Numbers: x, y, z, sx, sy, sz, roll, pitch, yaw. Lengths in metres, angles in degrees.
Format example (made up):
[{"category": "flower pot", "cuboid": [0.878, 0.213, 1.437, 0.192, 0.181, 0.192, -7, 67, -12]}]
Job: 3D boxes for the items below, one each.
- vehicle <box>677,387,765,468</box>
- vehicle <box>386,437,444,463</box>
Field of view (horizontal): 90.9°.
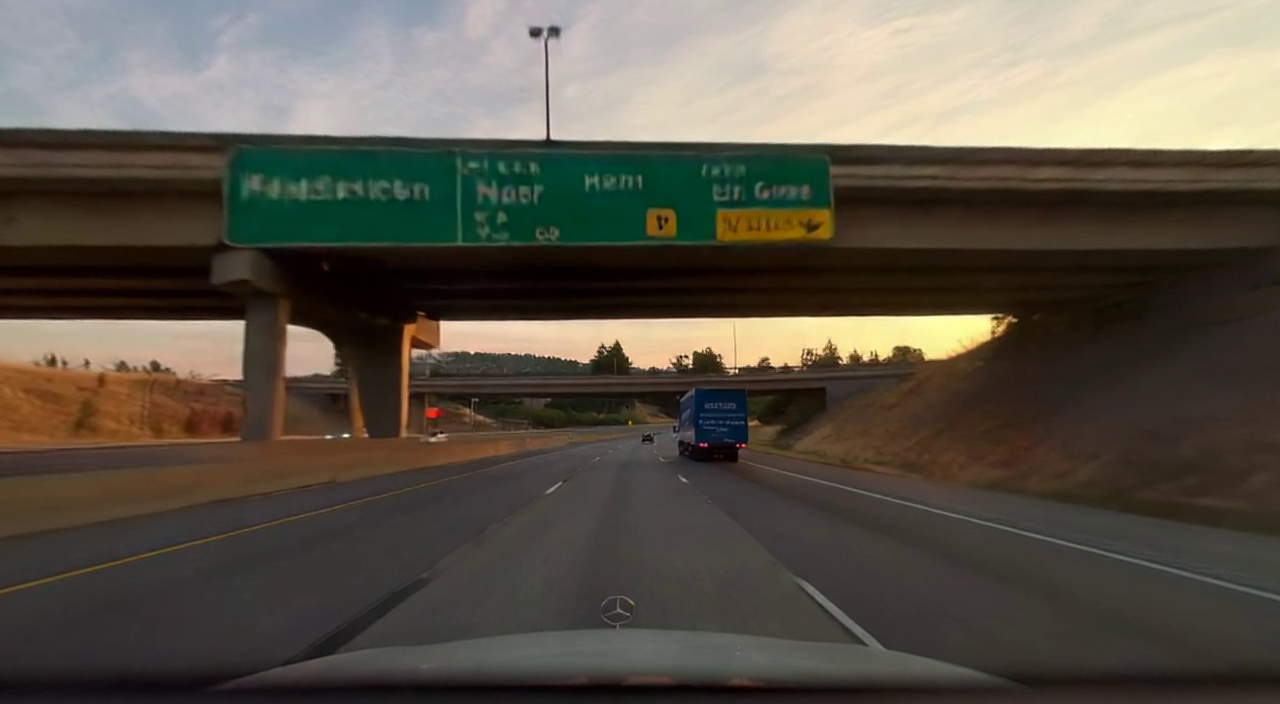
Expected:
[{"category": "vehicle", "cuboid": [3.738, 3.895, 32.065, 2.849, 3.391, 11.018, 0, -8, -1]}, {"category": "vehicle", "cuboid": [-13.871, 6.028, 39.158, 1.894, 1.483, 4.573, 0, -8, 0]}]
